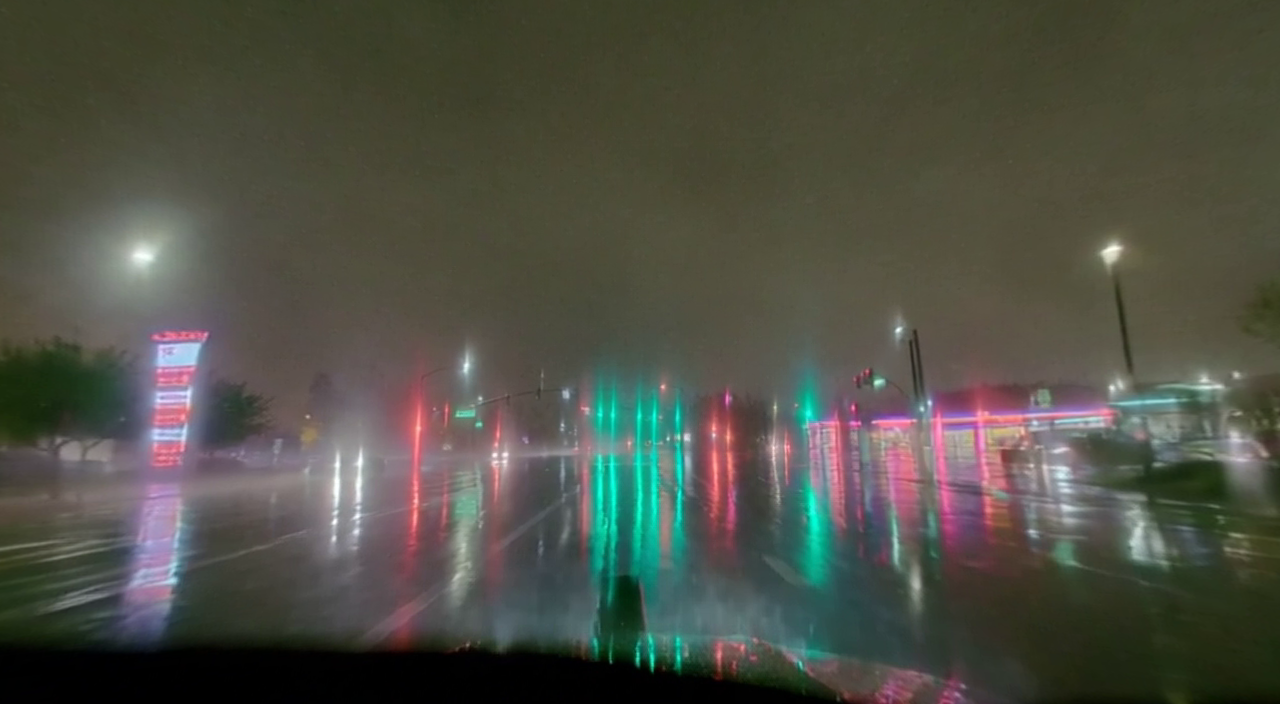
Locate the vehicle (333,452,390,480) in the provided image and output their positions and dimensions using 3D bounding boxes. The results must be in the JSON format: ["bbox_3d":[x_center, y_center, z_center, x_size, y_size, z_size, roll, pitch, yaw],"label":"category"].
[{"bbox_3d":[-16.204,6.619,37.048,1.930,1.473,4.480,1,-8,-9],"label":"vehicle"}]
